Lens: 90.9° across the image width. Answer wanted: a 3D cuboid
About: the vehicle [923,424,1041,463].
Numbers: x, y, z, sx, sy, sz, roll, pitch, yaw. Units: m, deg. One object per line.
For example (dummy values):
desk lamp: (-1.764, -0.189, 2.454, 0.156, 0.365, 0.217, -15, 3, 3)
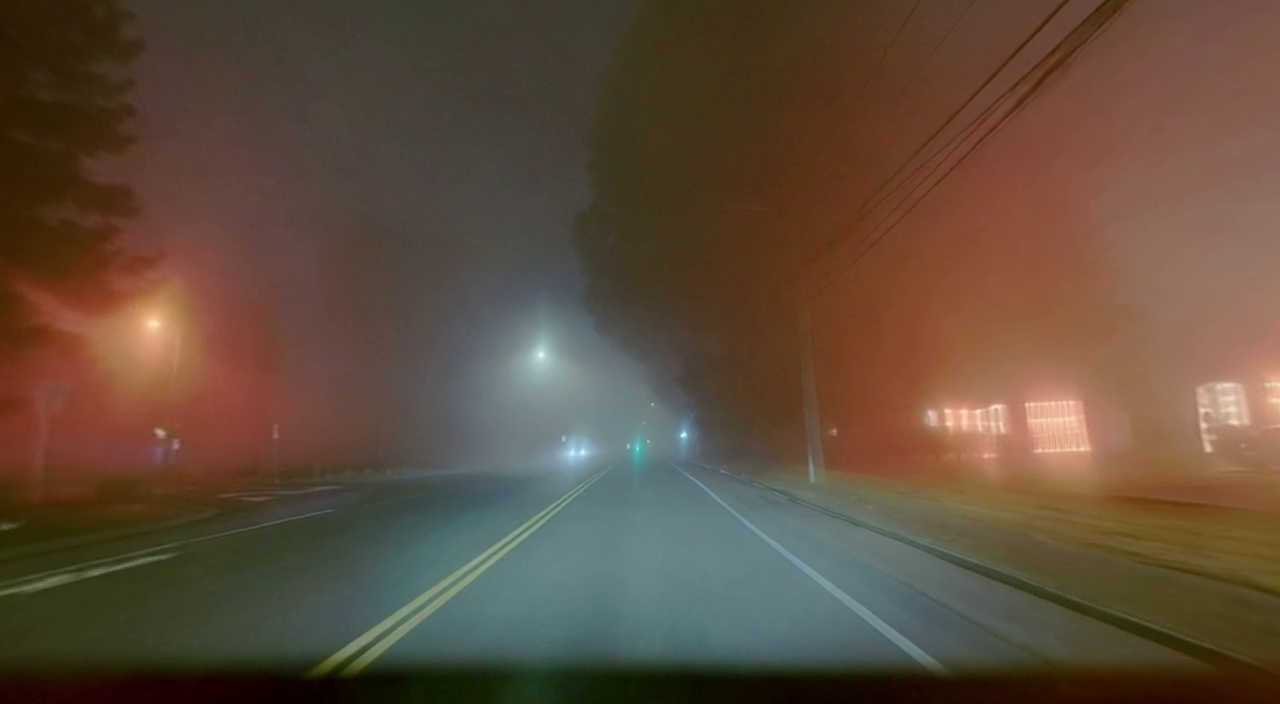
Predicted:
vehicle: (18.350, 4.938, 34.015, 4.978, 1.991, 2.234, -1, -8, 3)
